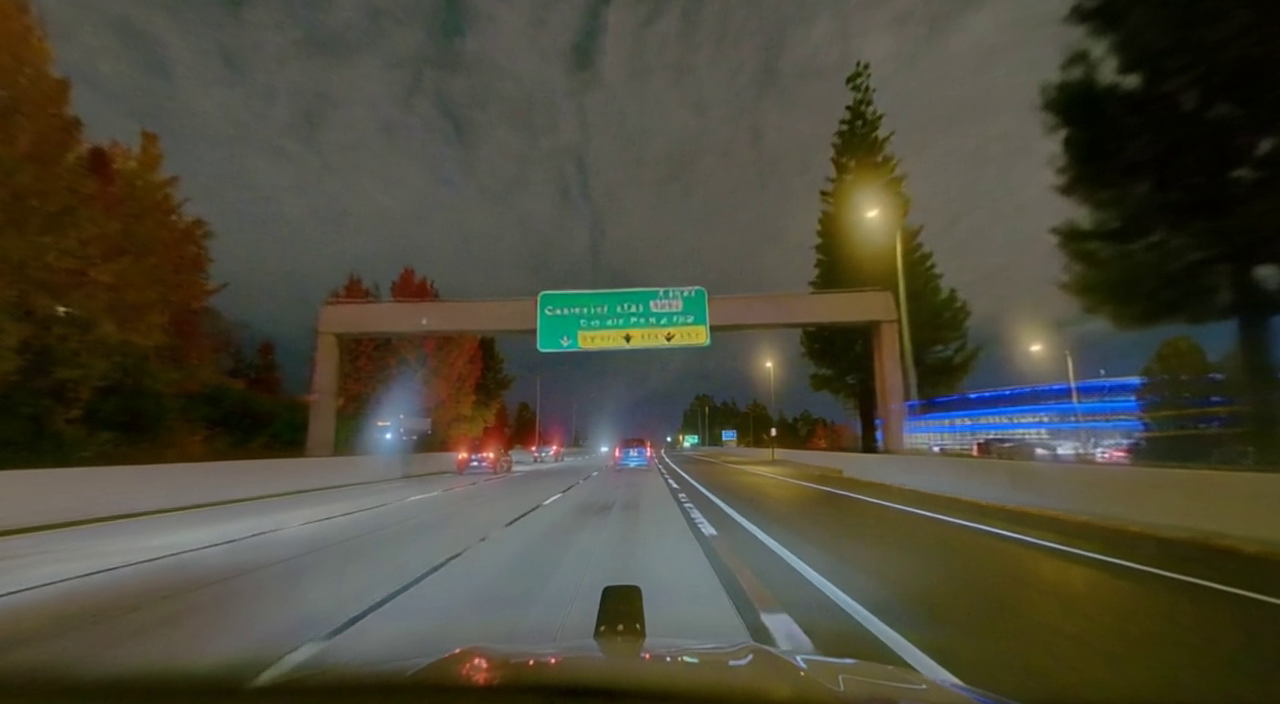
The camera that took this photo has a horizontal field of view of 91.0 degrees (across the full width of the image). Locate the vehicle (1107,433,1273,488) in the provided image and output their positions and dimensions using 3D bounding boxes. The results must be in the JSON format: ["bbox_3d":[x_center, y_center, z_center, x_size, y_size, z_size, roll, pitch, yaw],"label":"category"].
[{"bbox_3d":[18.567,3.674,21.611,2.019,1.657,4.582,-1,-9,8],"label":"vehicle"}]

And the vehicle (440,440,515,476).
[{"bbox_3d":[-7.318,4.821,28.883,2.074,1.495,4.643,0,-9,1],"label":"vehicle"}]

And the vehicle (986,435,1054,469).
[{"bbox_3d":[22.371,5.893,37.285,2.242,1.835,4.667,-3,-9,17],"label":"vehicle"}]

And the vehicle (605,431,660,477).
[{"bbox_3d":[-0.309,4.527,28.162,2.245,1.863,4.801,0,-9,0],"label":"vehicle"}]

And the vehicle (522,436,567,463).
[{"bbox_3d":[-7.186,7.418,48.134,2.328,1.927,5.880,0,-9,2],"label":"vehicle"}]
